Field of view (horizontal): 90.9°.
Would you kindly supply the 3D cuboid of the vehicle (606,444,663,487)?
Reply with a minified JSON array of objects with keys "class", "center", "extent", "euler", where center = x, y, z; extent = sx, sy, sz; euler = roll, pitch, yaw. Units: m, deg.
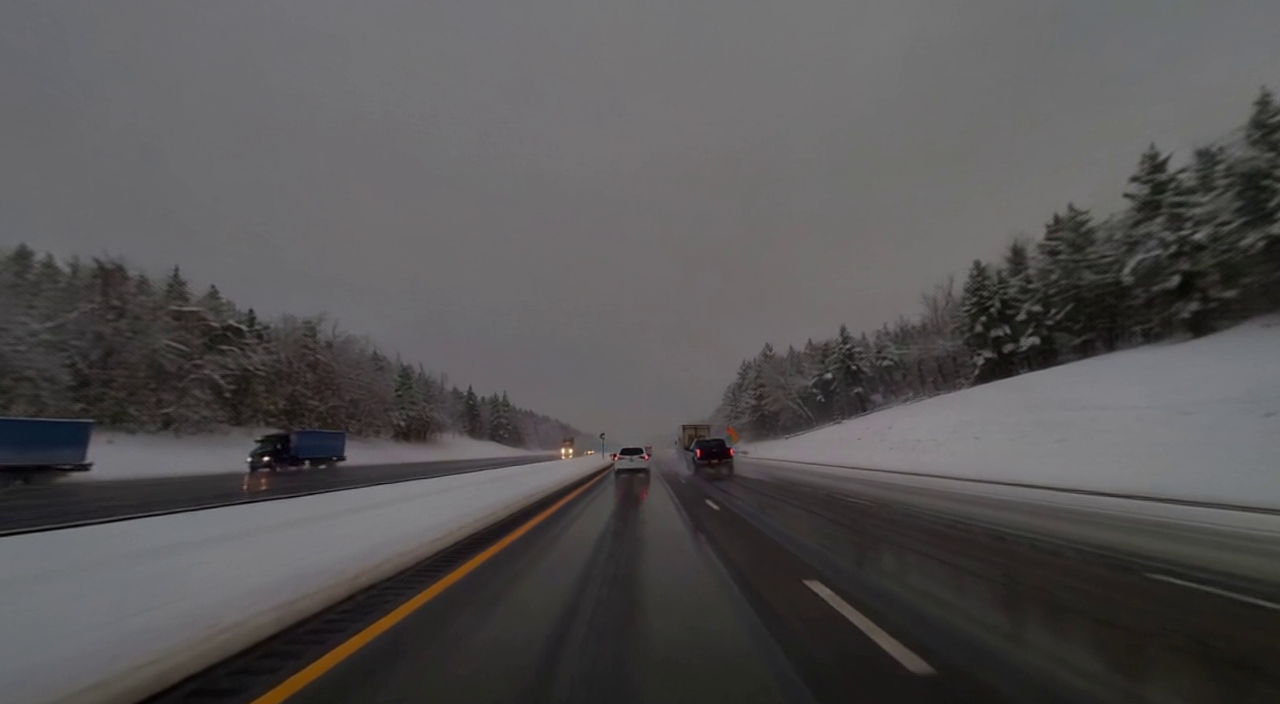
[{"class":"vehicle","center":[-0.203,4.184,23.478],"extent":[1.970,1.441,3.846],"euler":[0,-9,0]}]

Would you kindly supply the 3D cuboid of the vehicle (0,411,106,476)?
[{"class":"vehicle","center":[-35.912,4.691,32.465],"extent":[2.892,3.450,16.147],"euler":[0,-9,-1]}]

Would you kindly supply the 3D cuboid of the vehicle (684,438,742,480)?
[{"class":"vehicle","center":[3.181,4.791,28.294],"extent":[2.048,1.704,4.284],"euler":[0,-9,-1]}]
